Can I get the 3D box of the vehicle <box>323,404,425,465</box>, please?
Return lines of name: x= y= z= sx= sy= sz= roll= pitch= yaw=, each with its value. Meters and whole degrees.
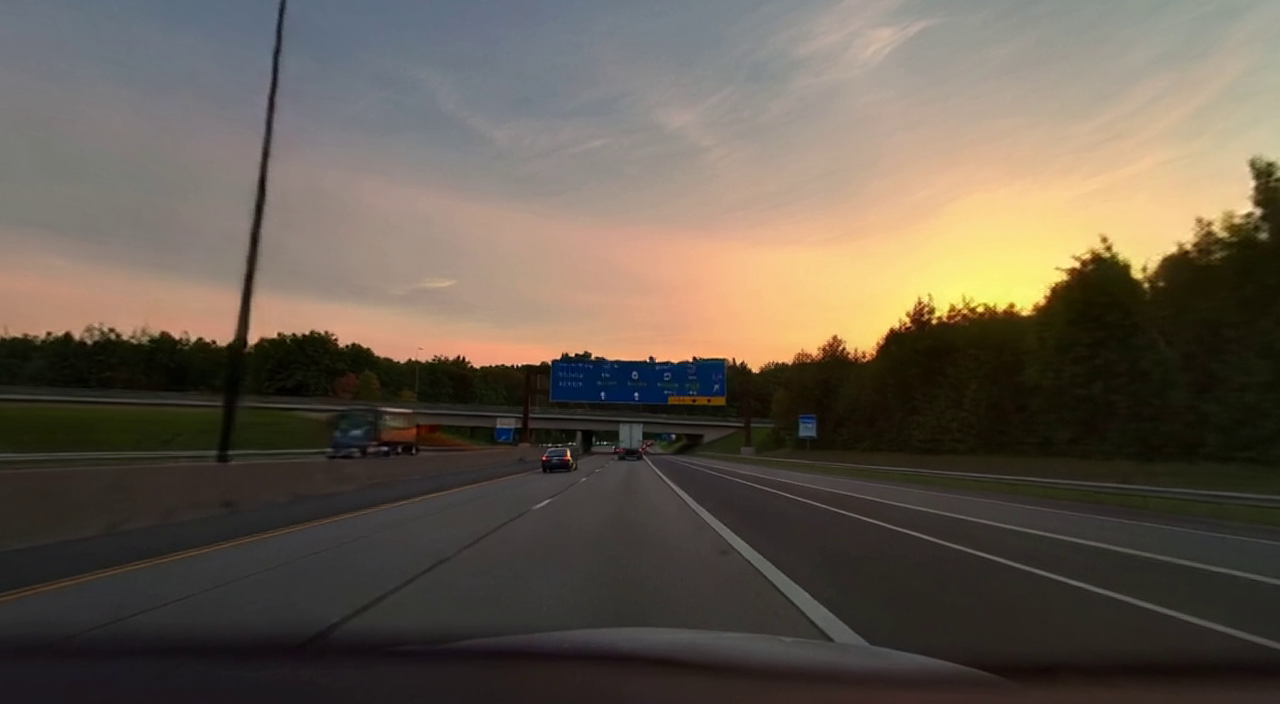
vehicle: x=-16.965 y=5.434 z=40.956 sx=2.946 sy=3.523 sz=8.294 roll=0 pitch=-9 yaw=0

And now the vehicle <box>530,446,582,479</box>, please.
vehicle: x=-4.134 y=5.511 z=31.719 sx=2.042 sy=1.526 sz=4.516 roll=0 pitch=-9 yaw=0
